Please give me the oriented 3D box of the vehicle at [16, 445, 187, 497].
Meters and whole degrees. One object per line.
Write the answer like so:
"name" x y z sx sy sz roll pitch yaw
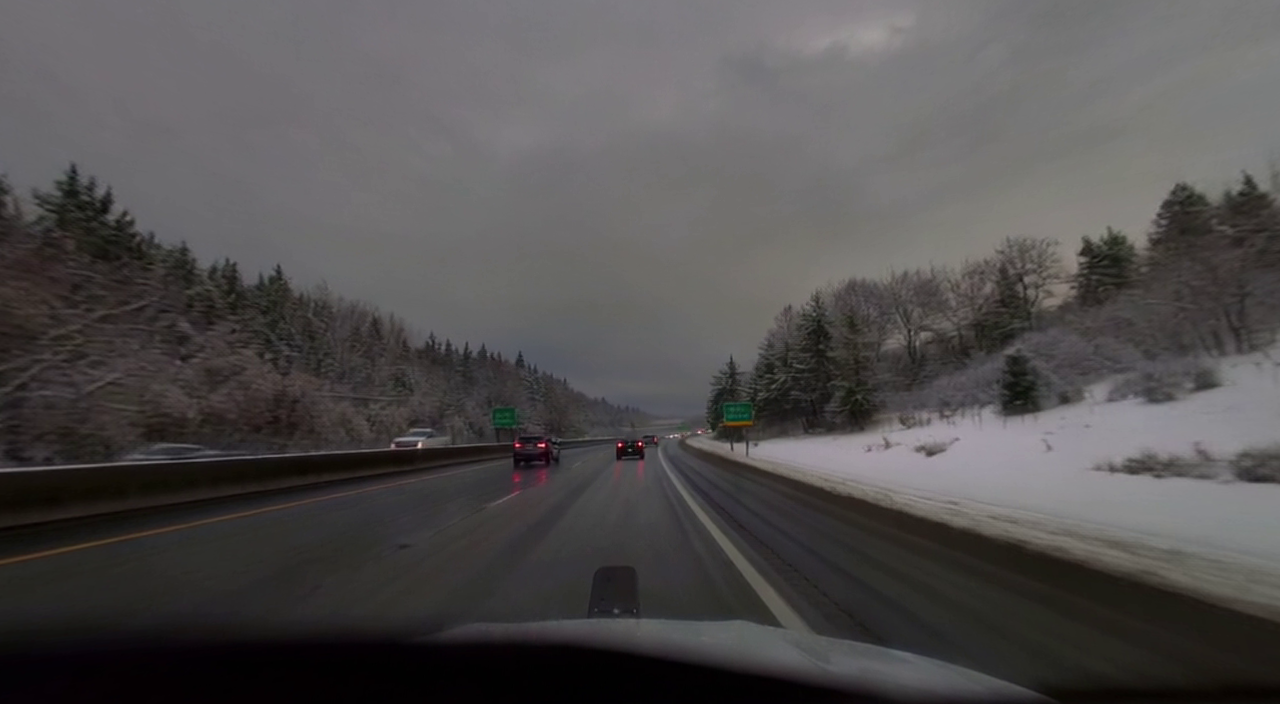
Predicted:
"vehicle" -16.973 3.730 20.174 1.803 1.451 4.112 -1 -8 1

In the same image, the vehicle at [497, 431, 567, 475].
"vehicle" -4.396 4.204 26.387 2.075 1.653 4.317 -1 -8 1

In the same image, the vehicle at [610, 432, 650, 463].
"vehicle" -0.521 5.444 35.844 2.146 1.636 4.026 0 -8 0

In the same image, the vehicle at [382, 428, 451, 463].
"vehicle" -15.407 6.481 43.836 2.565 2.213 5.866 -1 -8 1
